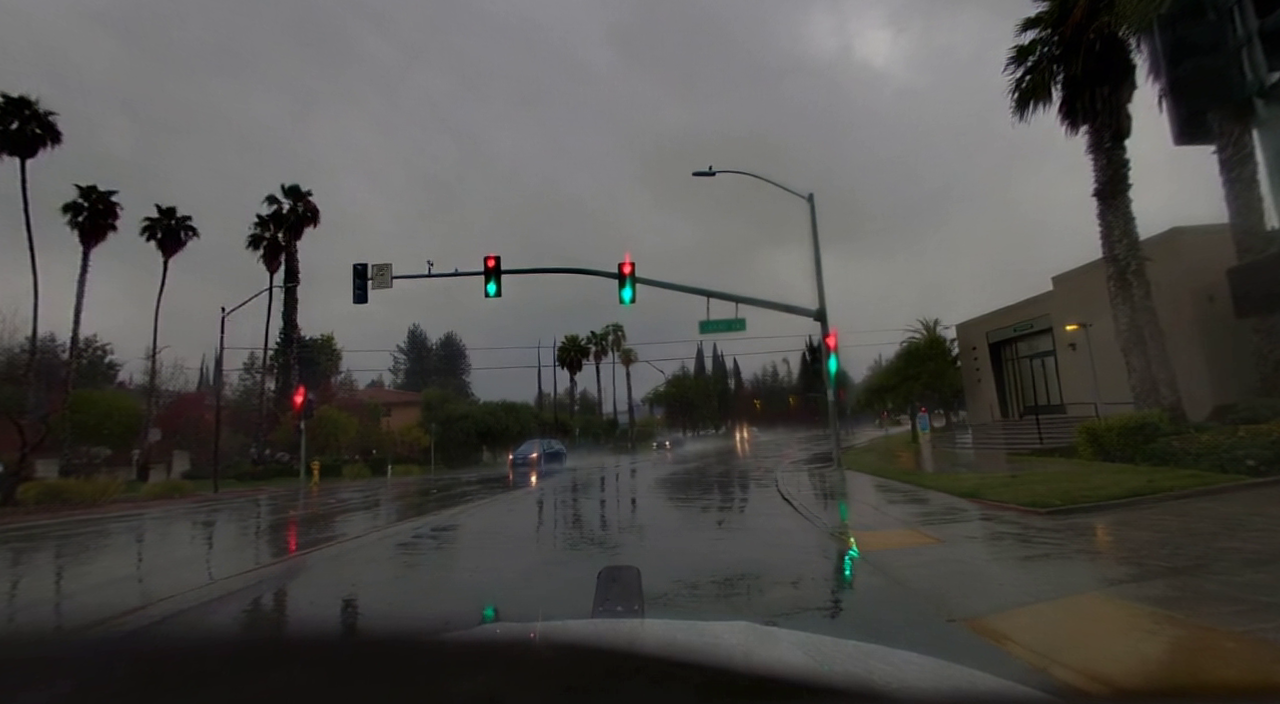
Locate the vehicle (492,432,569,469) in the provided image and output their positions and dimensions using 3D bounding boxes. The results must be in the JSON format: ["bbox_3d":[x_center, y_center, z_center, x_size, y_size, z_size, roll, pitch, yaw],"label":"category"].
[{"bbox_3d":[-5.716,5.234,33.622,2.181,1.792,4.648,-3,-9,16],"label":"vehicle"}]
